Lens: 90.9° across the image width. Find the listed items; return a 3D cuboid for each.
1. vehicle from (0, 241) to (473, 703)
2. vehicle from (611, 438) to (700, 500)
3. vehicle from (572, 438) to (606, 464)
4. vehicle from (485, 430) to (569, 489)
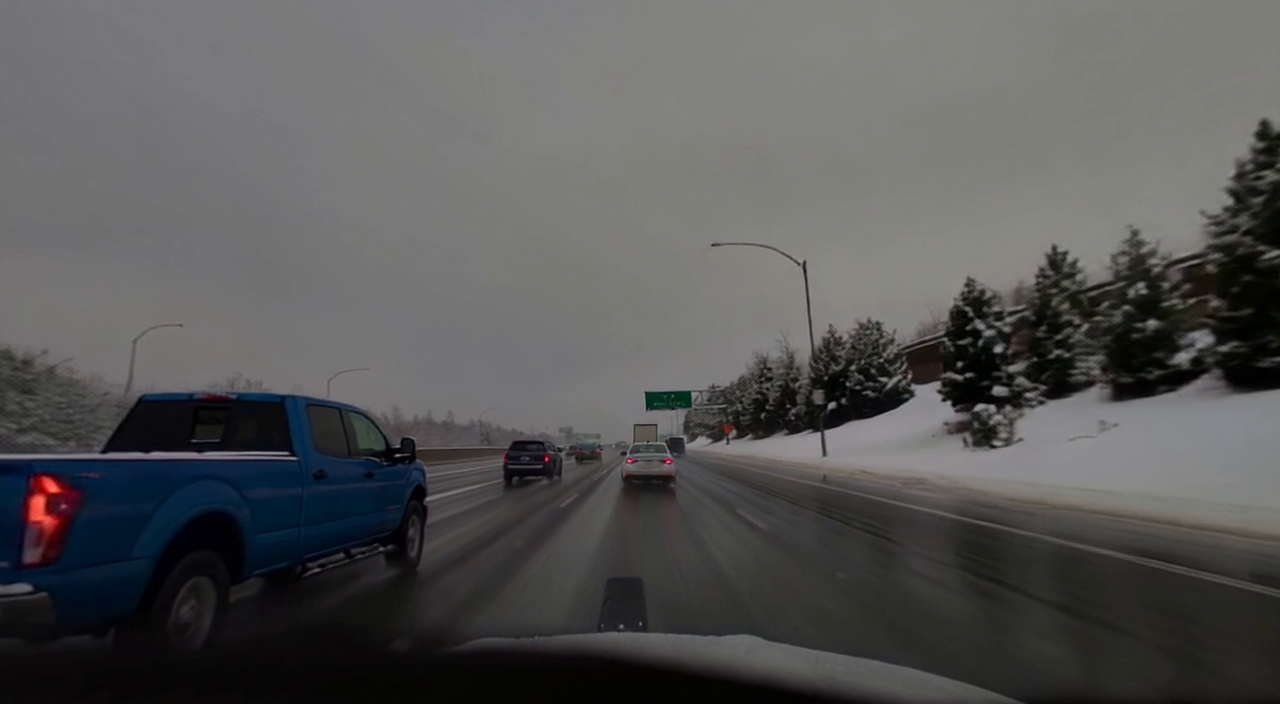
[{"bbox_3d":[-3.371,1.044,5.146,2.269,2.060,5.933,0,-8,1],"label":"vehicle"},{"bbox_3d":[0.366,3.030,16.740,2.054,1.421,4.090,0,-8,0],"label":"vehicle"},{"bbox_3d":[-3.330,6.557,41.909,1.897,1.646,4.049,0,-8,1],"label":"vehicle"},{"bbox_3d":[-3.546,3.457,20.634,1.903,1.721,4.210,0,-8,1],"label":"vehicle"}]
